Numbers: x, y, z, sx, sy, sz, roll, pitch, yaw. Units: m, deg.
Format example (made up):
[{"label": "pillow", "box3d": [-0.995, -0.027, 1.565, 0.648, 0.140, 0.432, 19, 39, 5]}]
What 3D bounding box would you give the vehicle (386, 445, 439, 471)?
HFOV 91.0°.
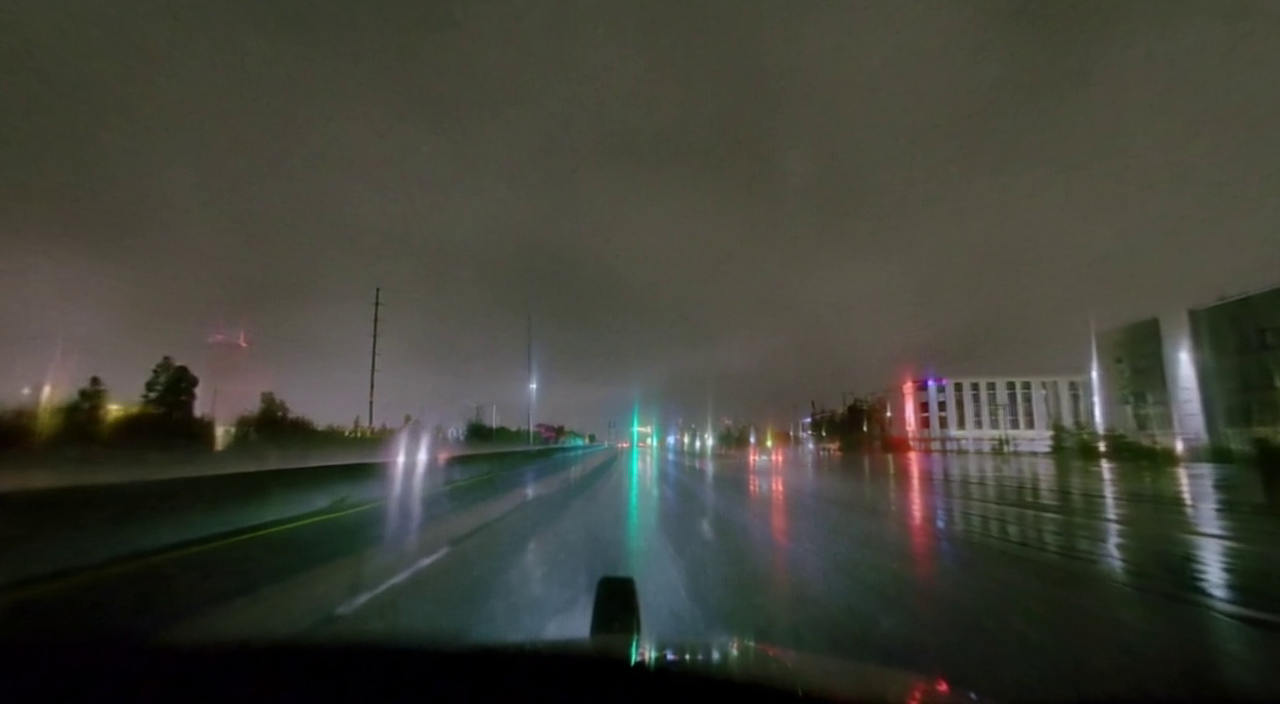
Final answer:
[{"label": "vehicle", "box3d": [-14.948, 6.957, 41.520, 1.869, 1.533, 4.317, 0, -8, 0]}]
